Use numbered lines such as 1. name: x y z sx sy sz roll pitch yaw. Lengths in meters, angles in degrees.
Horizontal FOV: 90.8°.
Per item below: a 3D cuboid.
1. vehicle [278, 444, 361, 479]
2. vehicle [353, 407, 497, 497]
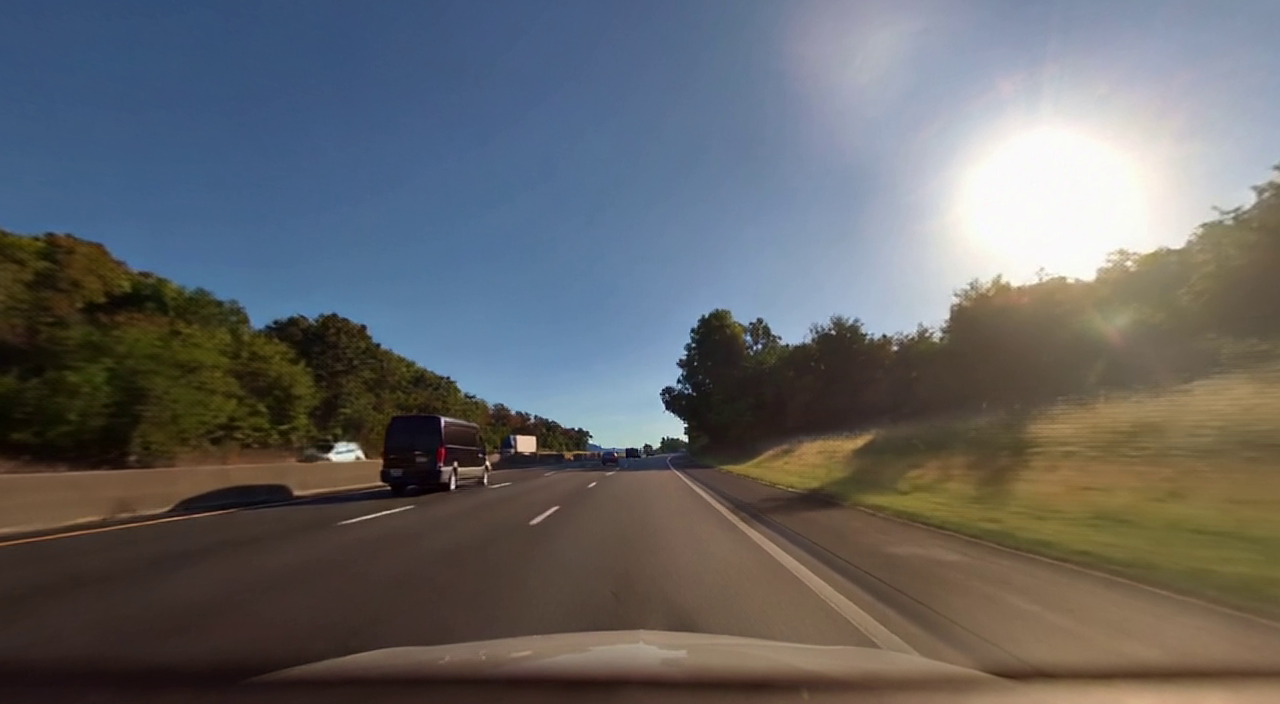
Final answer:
1. vehicle: -17.867 6.104 35.451 2.028 1.805 4.789 -1 -9 2
2. vehicle: -6.714 3.269 20.745 2.449 2.471 6.130 -1 -9 1
